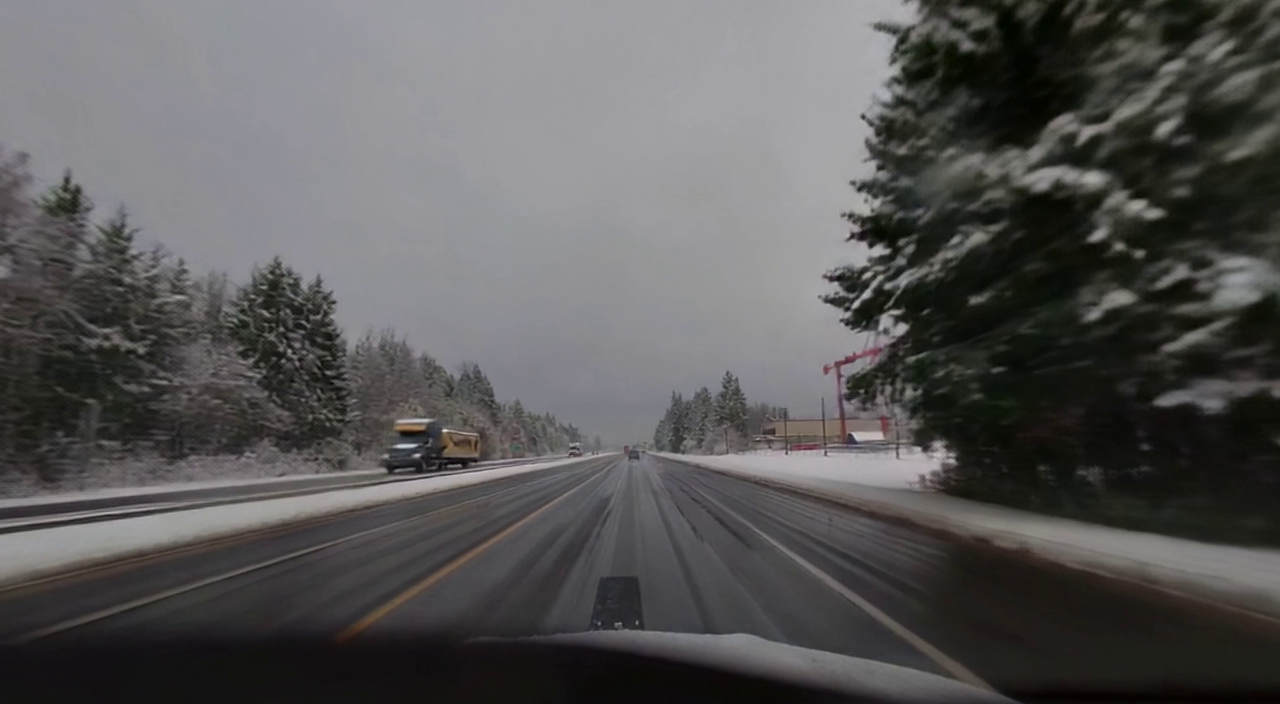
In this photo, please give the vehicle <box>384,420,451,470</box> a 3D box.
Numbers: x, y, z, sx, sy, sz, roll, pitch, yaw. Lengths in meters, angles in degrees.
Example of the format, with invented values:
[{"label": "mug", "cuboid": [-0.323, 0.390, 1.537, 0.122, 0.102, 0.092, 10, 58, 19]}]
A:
[{"label": "vehicle", "cuboid": [-17.173, 7.249, 49.168, 3.004, 3.663, 5.895, 0, -9, 0]}]
